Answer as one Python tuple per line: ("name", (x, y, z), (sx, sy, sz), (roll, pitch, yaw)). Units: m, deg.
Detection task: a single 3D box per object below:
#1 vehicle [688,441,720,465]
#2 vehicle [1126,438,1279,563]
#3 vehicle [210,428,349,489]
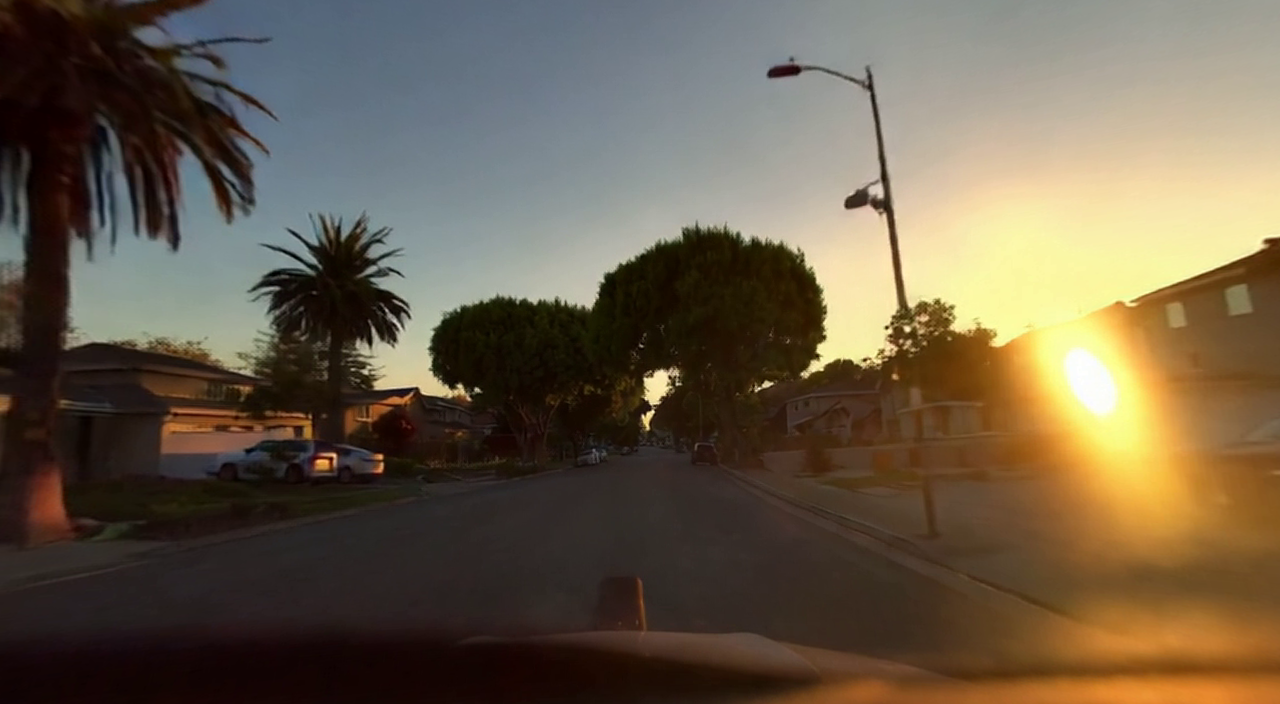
("vehicle", (4.946, 7.882, 49.298), (2.176, 1.762, 4.622), (-1, -9, 2))
("vehicle", (9.078, 1.776, 8.018), (4.352, 1.355, 1.852), (0, -9, -5))
("vehicle", (-13.562, 4.095, 23.935), (3.918, 1.719, 1.988), (-3, -21, -2))
